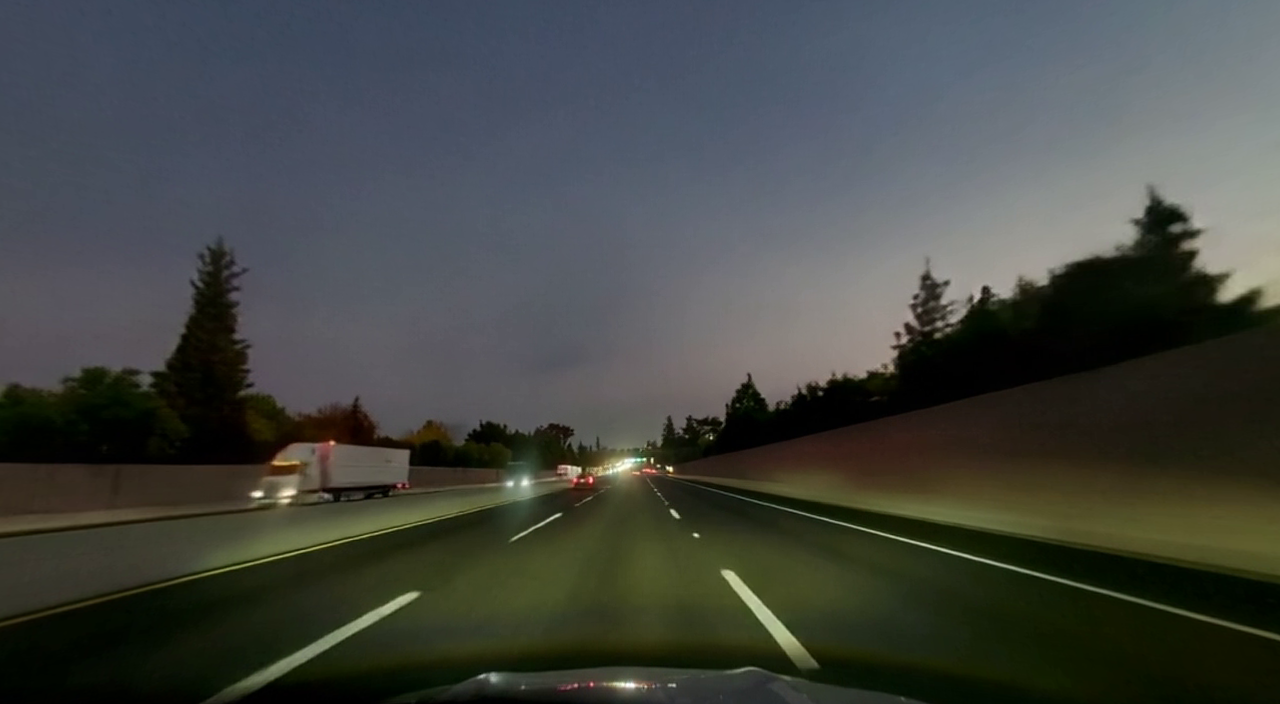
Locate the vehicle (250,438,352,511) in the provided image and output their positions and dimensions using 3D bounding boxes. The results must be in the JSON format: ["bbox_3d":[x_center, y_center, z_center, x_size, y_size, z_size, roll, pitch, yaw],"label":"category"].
[{"bbox_3d":[-21.784,7.940,41.013,2.975,4.273,6.131,1,-11,0],"label":"vehicle"}]

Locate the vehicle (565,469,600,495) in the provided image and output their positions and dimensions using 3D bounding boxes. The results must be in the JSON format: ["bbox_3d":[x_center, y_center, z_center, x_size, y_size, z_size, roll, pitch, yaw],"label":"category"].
[{"bbox_3d":[-3.544,8.067,39.239,1.863,1.486,3.852,1,-10,-1],"label":"vehicle"}]
